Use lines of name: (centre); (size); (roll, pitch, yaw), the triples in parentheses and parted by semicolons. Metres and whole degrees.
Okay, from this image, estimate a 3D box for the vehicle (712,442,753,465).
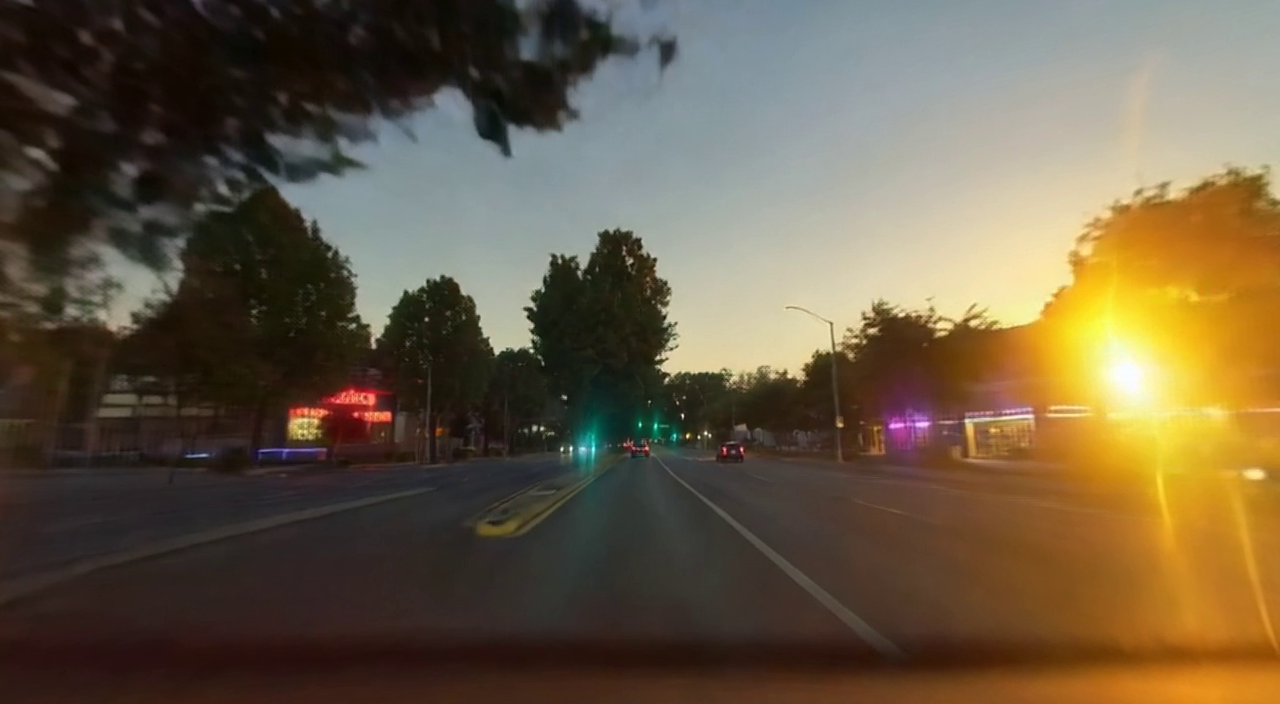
vehicle: (6.349, 7.014, 43.856); (2.024, 1.475, 4.600); (0, -8, -2)
